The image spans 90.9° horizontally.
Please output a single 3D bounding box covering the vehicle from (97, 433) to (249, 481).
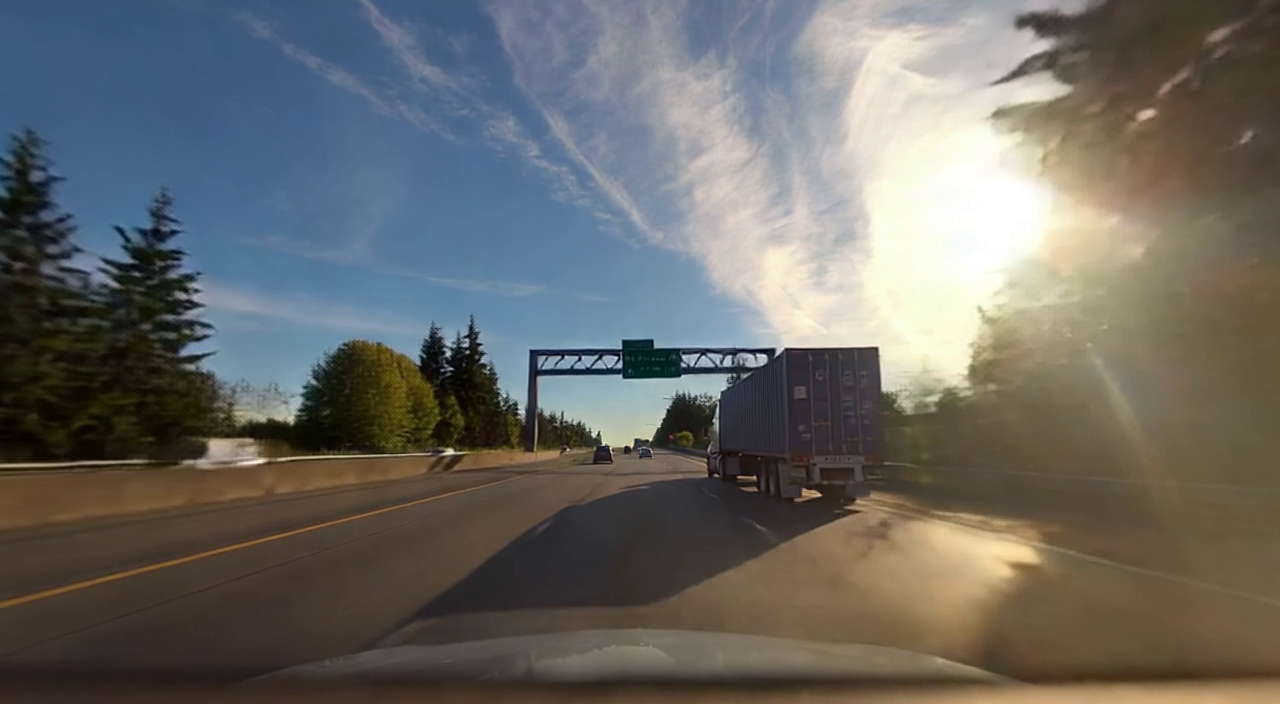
[{"bbox_3d":[-15.959,3.630,21.883,2.043,1.464,4.183,-1,-9,0],"label":"vehicle"}]

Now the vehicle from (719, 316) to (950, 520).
[{"bbox_3d":[4.600,2.253,18.869,2.821,4.046,12.876,0,-9,0],"label":"vehicle"}]
